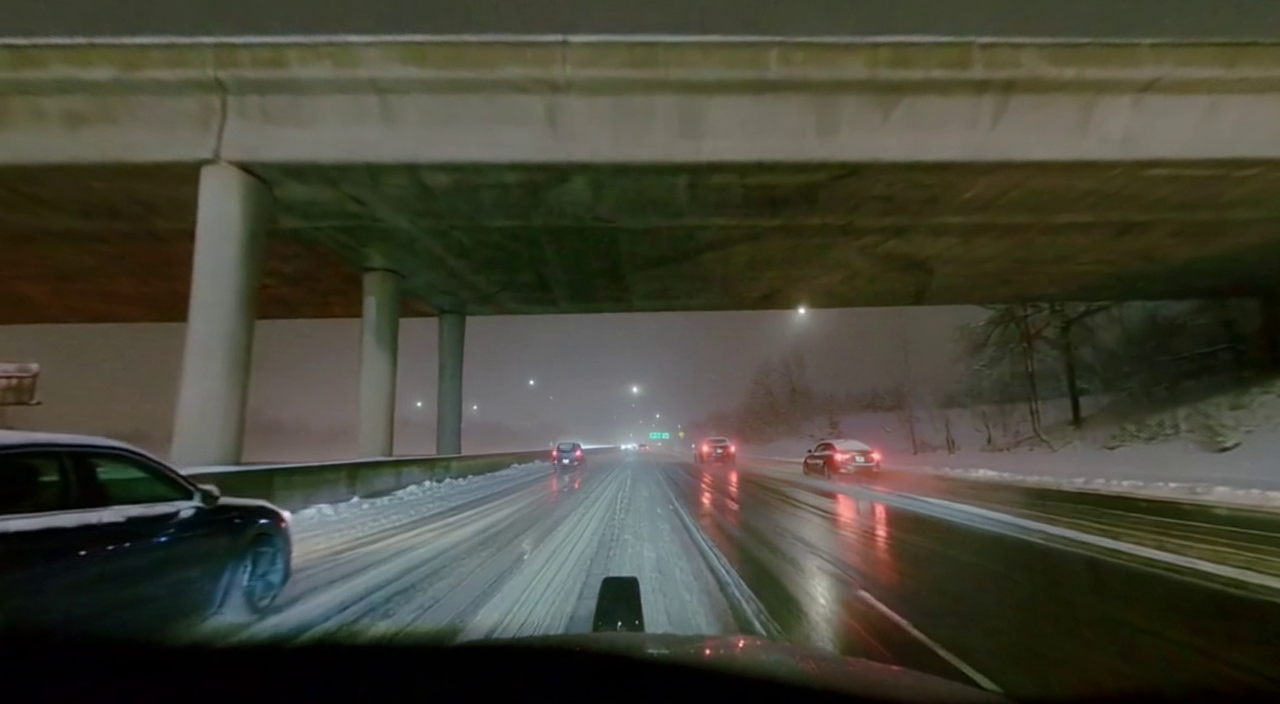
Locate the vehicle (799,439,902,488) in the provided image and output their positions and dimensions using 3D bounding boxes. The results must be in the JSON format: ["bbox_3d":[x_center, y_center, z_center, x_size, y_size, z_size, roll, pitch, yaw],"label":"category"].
[{"bbox_3d":[7.005,3.742,21.573,1.989,1.472,4.322,0,-8,-1],"label":"vehicle"}]

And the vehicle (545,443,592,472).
[{"bbox_3d":[-3.827,5.724,34.543,2.047,1.464,4.387,0,-8,0],"label":"vehicle"}]

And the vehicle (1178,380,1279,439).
[{"bbox_3d":[44.730,4.532,47.065,2.883,3.685,12.599,-3,-9,21],"label":"vehicle"}]

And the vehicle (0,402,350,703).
[{"bbox_3d":[-3.618,1.055,3.277,1.997,1.476,4.703,0,-8,0],"label":"vehicle"}]

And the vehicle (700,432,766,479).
[{"bbox_3d":[3.752,4.261,26.213,2.072,1.761,4.242,0,-8,-1],"label":"vehicle"}]
